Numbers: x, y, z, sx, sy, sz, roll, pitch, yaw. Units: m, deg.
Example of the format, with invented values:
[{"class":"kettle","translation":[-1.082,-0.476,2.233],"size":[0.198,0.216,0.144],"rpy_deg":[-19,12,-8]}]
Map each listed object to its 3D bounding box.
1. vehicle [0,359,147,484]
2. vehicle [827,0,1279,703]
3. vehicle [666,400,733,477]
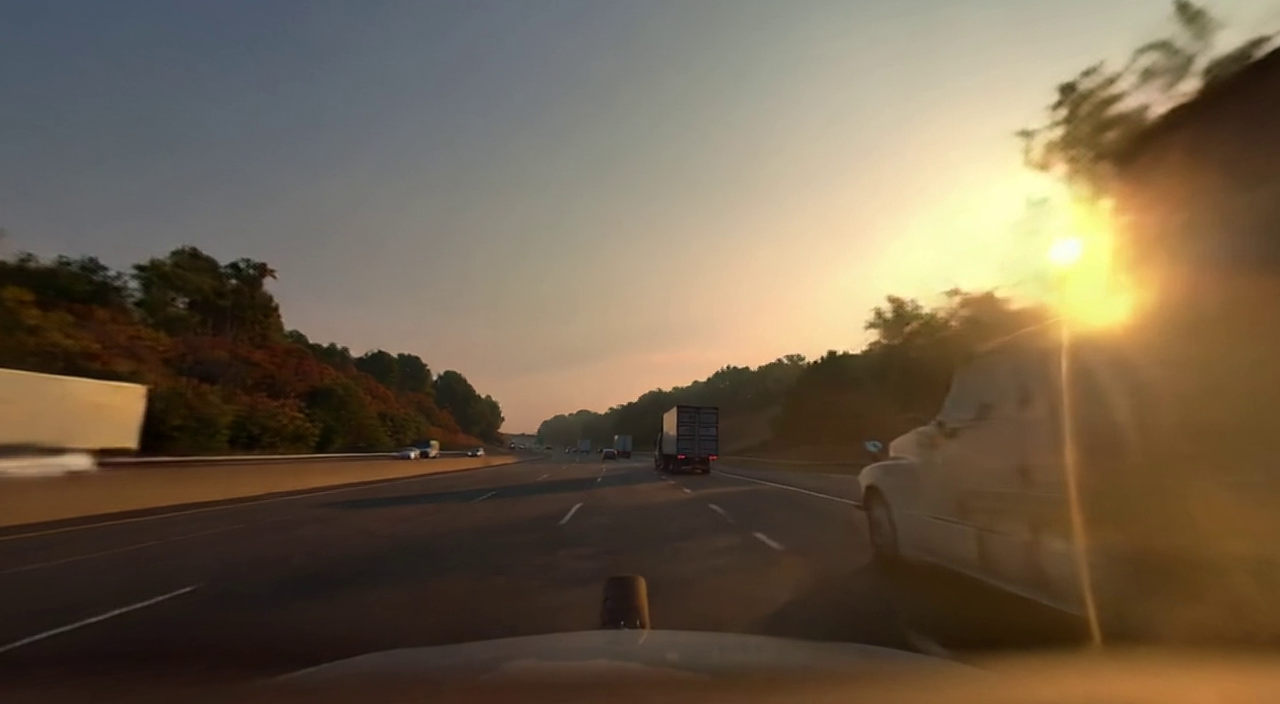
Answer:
[{"class":"vehicle","translation":[-21.878,2.058,19.130],"size":[2.891,3.939,13.982],"rpy_deg":[0,-9,-1]},{"class":"vehicle","translation":[4.220,-0.115,3.262],"size":[2.989,3.997,11.037],"rpy_deg":[0,-9,0]},{"class":"vehicle","translation":[3.325,5.244,37.857],"size":[2.826,4.035,8.369],"rpy_deg":[0,-9,-3]}]
